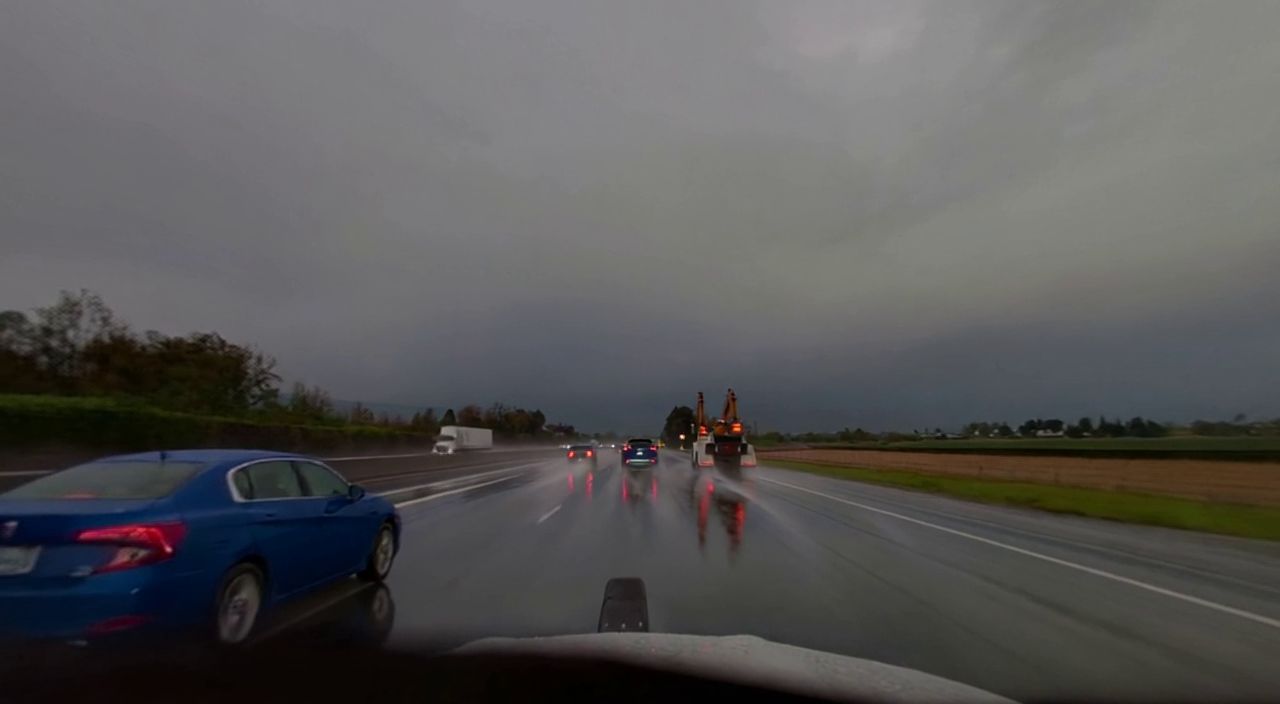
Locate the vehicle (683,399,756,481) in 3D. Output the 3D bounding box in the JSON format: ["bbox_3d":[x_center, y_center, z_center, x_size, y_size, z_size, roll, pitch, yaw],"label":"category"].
[{"bbox_3d":[4.041,4.796,34.225,2.793,3.828,9.580,0,-8,1],"label":"vehicle"}]

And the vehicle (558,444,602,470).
[{"bbox_3d":[-3.455,6.167,37.329,2.096,1.469,4.319,0,-8,1],"label":"vehicle"}]

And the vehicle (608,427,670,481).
[{"bbox_3d":[-0.008,4.148,25.824,2.308,1.993,4.631,0,-8,1],"label":"vehicle"}]
